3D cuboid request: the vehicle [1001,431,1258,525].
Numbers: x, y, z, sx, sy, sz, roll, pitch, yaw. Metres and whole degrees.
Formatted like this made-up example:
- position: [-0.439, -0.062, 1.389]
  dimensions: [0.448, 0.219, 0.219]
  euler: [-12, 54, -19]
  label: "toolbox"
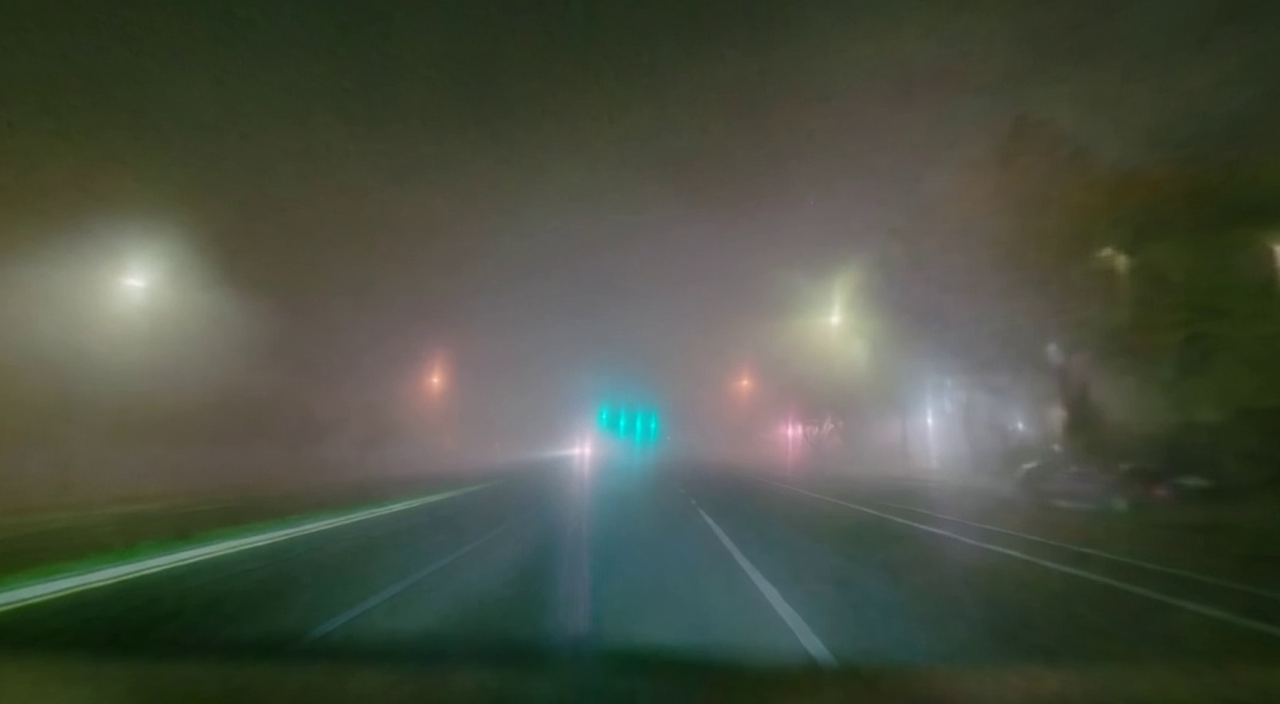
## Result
- position: [10.374, 2.672, 14.034]
  dimensions: [2.044, 1.705, 4.668]
  euler: [0, -9, 2]
  label: "vehicle"
